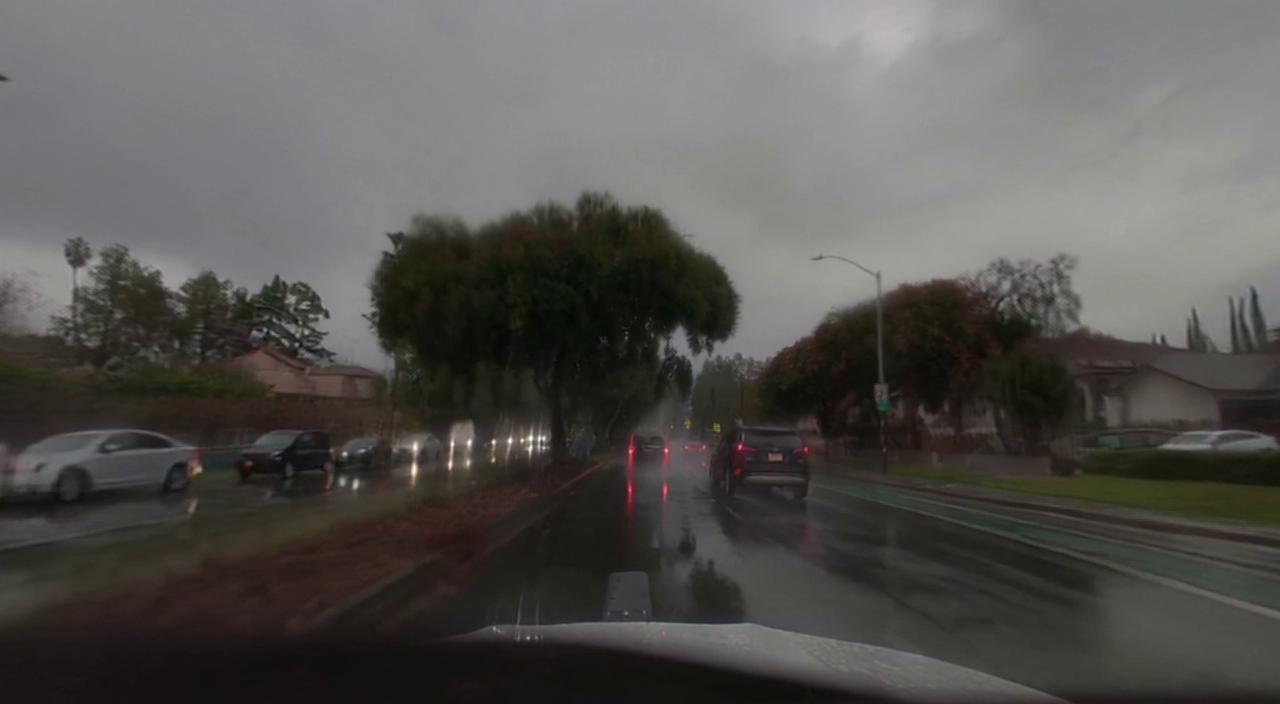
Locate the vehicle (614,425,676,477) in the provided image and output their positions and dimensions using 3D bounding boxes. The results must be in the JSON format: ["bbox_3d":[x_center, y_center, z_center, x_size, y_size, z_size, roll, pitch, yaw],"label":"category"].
[{"bbox_3d":[0.162,3.825,24.728,2.185,1.822,4.391,1,-8,0],"label":"vehicle"}]

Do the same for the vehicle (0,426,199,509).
[{"bbox_3d":[-12.222,2.382,13.703,1.891,1.479,4.665,1,-8,0],"label":"vehicle"}]

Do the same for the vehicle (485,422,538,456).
[{"bbox_3d":[-8.745,5.979,43.527,2.037,2.113,7.185,1,-8,1],"label":"vehicle"}]

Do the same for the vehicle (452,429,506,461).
[{"bbox_3d":[-9.045,5.239,35.770,1.988,1.663,4.316,1,-8,-1],"label":"vehicle"}]

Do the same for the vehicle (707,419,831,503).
[{"bbox_3d":[3.068,2.687,16.052,2.166,1.799,4.372,1,-8,-1],"label":"vehicle"}]

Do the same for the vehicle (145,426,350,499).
[{"bbox_3d":[-8.916,2.520,14.912,1.923,1.433,4.450,1,-8,1],"label":"vehicle"}]

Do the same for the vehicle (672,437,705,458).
[{"bbox_3d":[3.581,7.096,47.085,2.096,1.489,4.757,1,-8,0],"label":"vehicle"}]

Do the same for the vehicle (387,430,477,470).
[{"bbox_3d":[-8.783,4.158,27.141,2.140,1.510,5.005,1,-8,0],"label":"vehicle"}]

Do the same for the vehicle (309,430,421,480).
[{"bbox_3d":[-8.820,3.310,20.619,1.786,1.422,4.021,1,-8,1],"label":"vehicle"}]
